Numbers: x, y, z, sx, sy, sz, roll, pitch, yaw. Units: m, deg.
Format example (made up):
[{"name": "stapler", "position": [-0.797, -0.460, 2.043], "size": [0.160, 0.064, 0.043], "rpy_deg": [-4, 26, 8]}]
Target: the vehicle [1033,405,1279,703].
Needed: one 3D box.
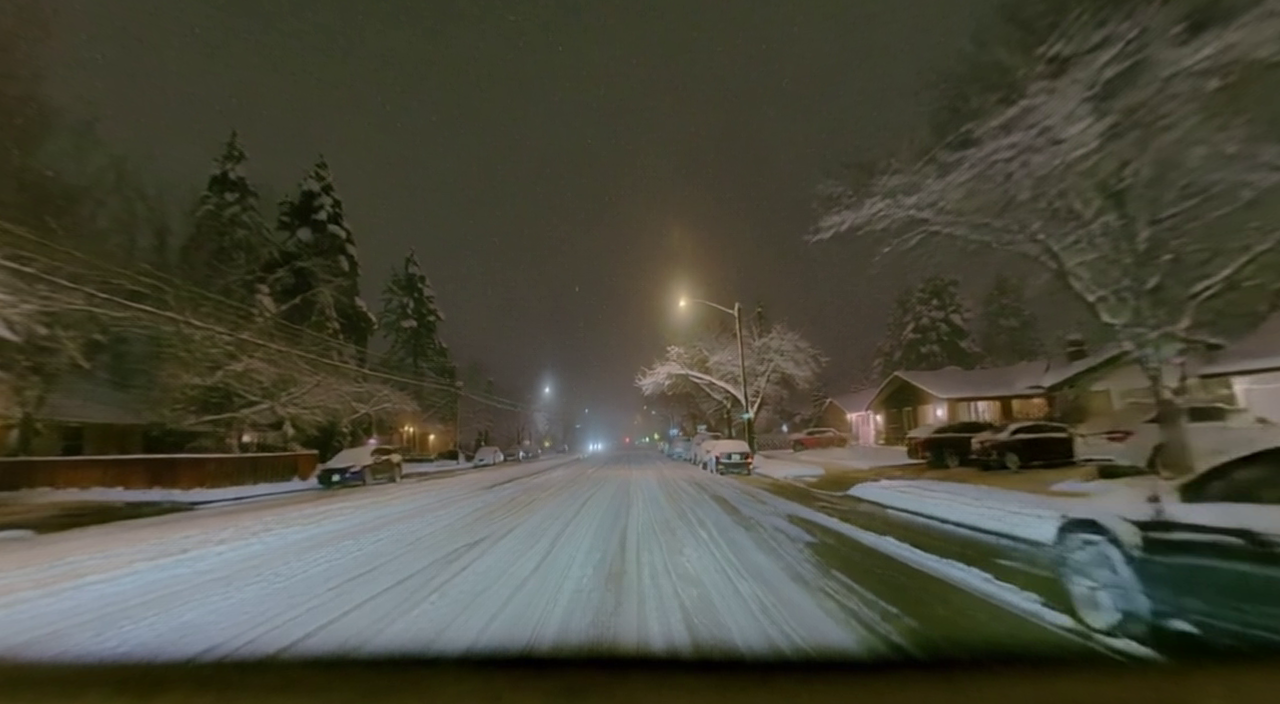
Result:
[{"name": "vehicle", "position": [4.123, 1.006, 2.951], "size": [1.901, 1.521, 4.204], "rpy_deg": [0, -8, 1]}]

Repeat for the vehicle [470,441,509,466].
[{"name": "vehicle", "position": [-11.182, 7.573, 47.080], "size": [1.964, 1.667, 4.217], "rpy_deg": [-3, -9, -2]}]

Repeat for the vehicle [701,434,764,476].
[{"name": "vehicle", "position": [3.892, 4.419, 27.449], "size": [2.007, 1.657, 4.362], "rpy_deg": [0, -8, -1]}]

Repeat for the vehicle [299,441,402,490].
[{"name": "vehicle", "position": [-11.105, 4.347, 24.674], "size": [2.091, 1.717, 4.392], "rpy_deg": [0, -8, -3]}]

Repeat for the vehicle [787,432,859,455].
[{"name": "vehicle", "position": [12.185, 6.115, 42.307], "size": [4.285, 1.434, 1.740], "rpy_deg": [0, -8, 0]}]

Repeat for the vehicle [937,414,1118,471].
[{"name": "vehicle", "position": [12.096, 2.855, 19.979], "size": [4.364, 1.677, 2.006], "rpy_deg": [0, -8, -1]}]
